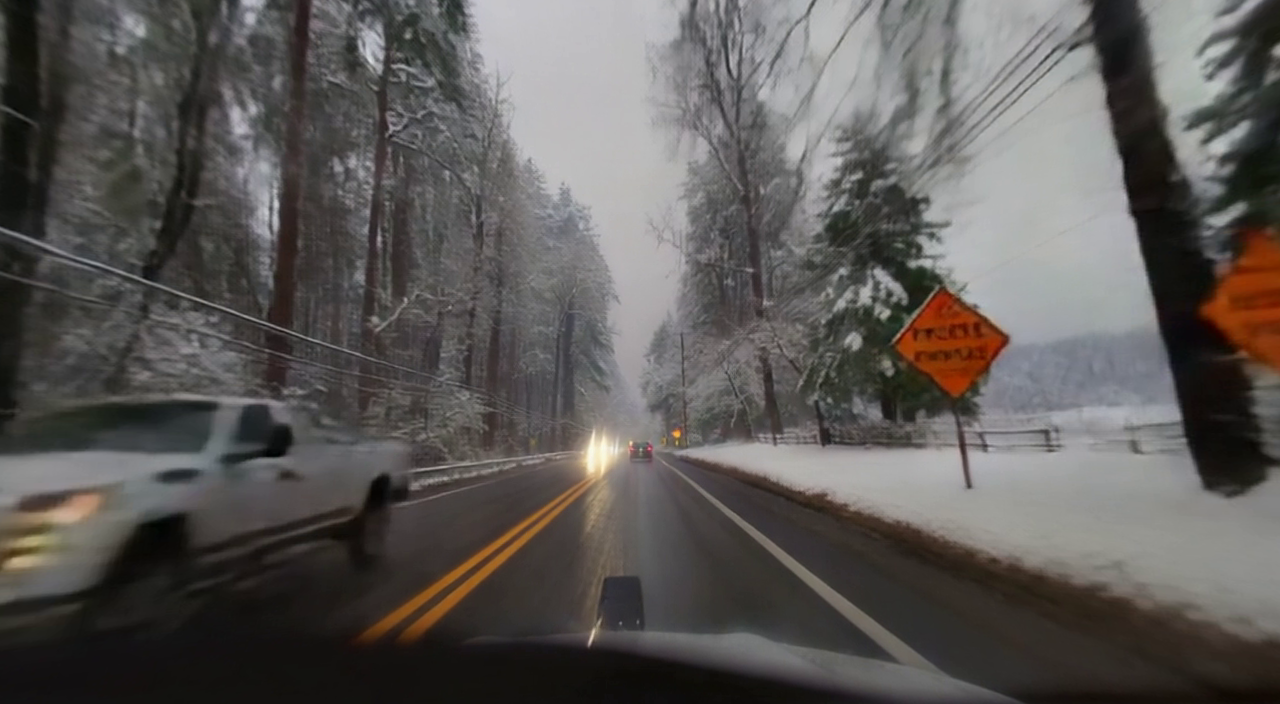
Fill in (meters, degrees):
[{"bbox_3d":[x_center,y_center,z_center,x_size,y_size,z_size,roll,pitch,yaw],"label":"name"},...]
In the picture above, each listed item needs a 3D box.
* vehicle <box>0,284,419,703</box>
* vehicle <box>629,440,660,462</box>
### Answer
[{"bbox_3d":[-3.987,1.096,4.871,2.441,2.113,5.738,0,-9,0],"label":"vehicle"},{"bbox_3d":[0.302,6.955,44.353,2.067,1.486,3.861,0,-9,0],"label":"vehicle"}]
